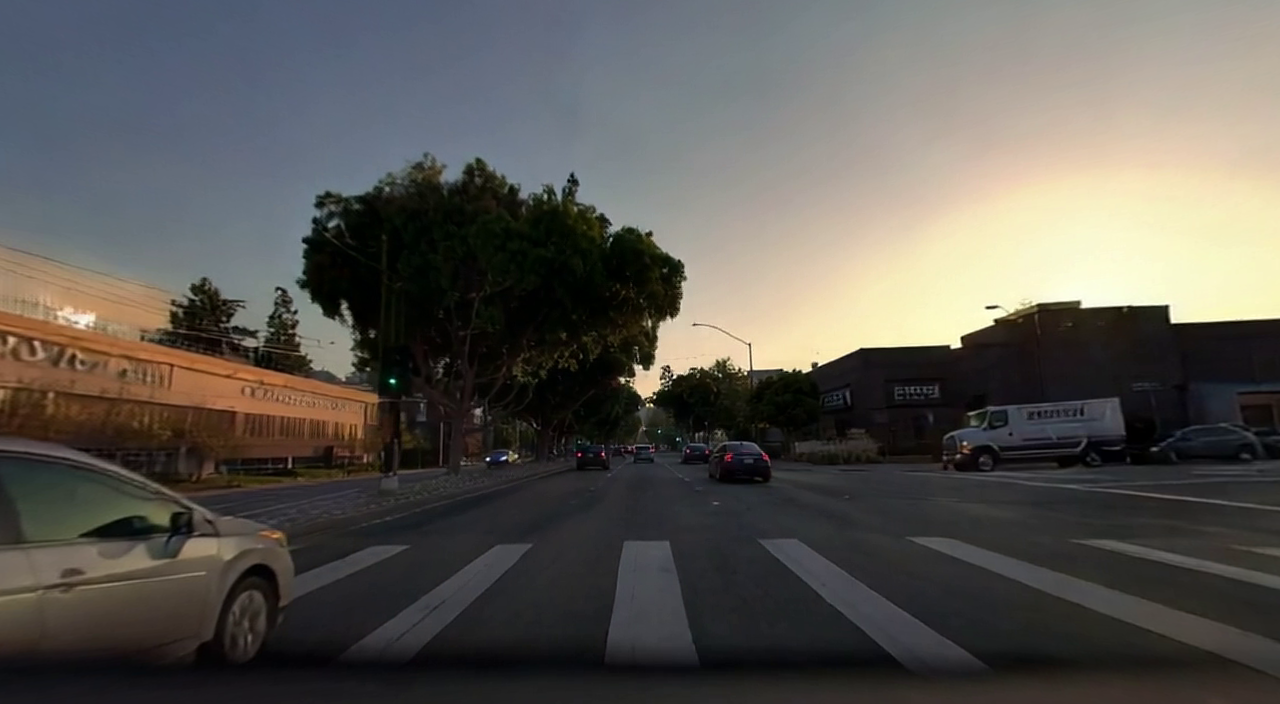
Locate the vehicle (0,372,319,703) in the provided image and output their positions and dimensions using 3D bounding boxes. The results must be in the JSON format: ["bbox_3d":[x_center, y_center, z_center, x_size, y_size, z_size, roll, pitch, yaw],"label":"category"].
[{"bbox_3d":[-3.153,0.785,1.703,2.024,1.529,4.741,0,-8,1],"label":"vehicle"}]

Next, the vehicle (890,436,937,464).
[{"bbox_3d":[14.379,5.134,32.987,1.920,1.346,4.247,-5,-9,27],"label":"vehicle"}]

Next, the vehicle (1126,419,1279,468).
[{"bbox_3d":[23.831,3.775,26.180,5.428,1.629,2.013,-4,-8,1],"label":"vehicle"}]

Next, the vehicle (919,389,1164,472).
[{"bbox_3d":[16.752,3.388,26.936,8.201,3.281,2.759,-2,-8,7],"label":"vehicle"}]

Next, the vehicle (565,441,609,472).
[{"bbox_3d":[-2.796,5.650,34.306,2.003,1.509,4.396,0,-8,0],"label":"vehicle"}]

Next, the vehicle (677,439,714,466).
[{"bbox_3d":[3.646,6.638,41.821,2.050,1.683,3.990,0,-8,-1],"label":"vehicle"}]

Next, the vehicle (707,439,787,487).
[{"bbox_3d":[3.556,3.768,21.742,1.972,1.452,4.189,0,-8,-1],"label":"vehicle"}]
